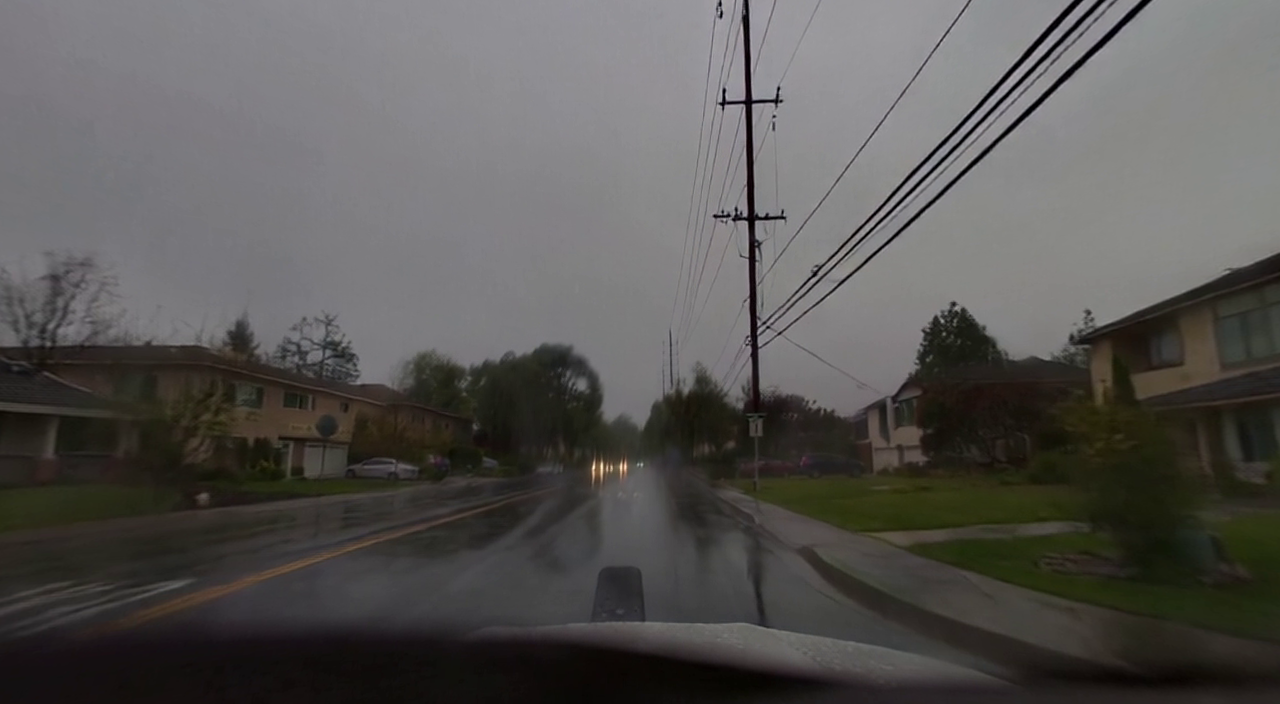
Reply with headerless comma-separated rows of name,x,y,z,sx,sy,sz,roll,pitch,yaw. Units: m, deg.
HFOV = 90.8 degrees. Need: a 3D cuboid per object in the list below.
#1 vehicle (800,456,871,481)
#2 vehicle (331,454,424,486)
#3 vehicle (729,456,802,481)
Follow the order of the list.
vehicle,12.986,7.781,42.244,4.122,1.610,1.888,0,-9,2
vehicle,-15.177,6.830,36.656,4.500,1.714,1.924,-1,-10,7
vehicle,9.270,8.644,46.858,4.952,1.775,2.089,0,-10,1
